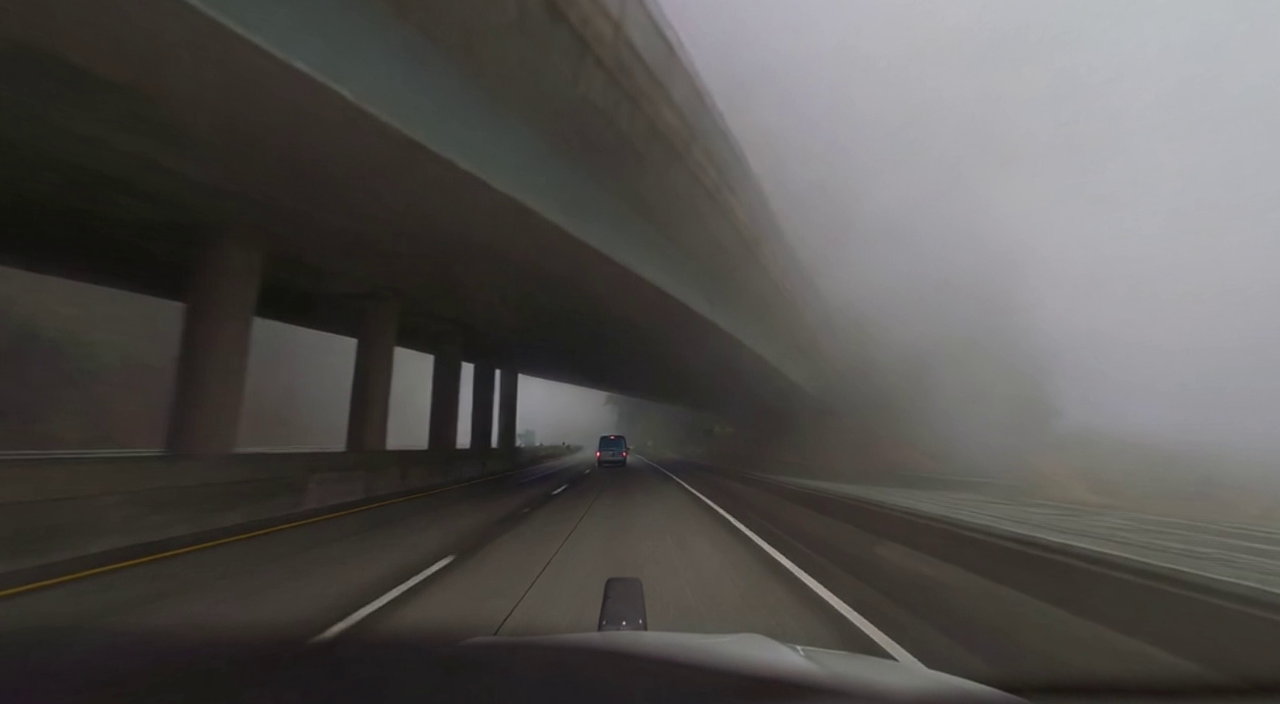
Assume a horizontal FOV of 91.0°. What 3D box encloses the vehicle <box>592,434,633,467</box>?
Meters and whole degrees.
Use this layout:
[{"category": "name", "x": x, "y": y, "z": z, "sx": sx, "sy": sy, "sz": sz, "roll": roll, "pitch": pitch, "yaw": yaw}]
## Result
[{"category": "vehicle", "x": -1.672, "y": 6.102, "z": 39.138, "sx": 2.372, "sy": 1.891, "sz": 5.061, "roll": 0, "pitch": -8, "yaw": -2}]
